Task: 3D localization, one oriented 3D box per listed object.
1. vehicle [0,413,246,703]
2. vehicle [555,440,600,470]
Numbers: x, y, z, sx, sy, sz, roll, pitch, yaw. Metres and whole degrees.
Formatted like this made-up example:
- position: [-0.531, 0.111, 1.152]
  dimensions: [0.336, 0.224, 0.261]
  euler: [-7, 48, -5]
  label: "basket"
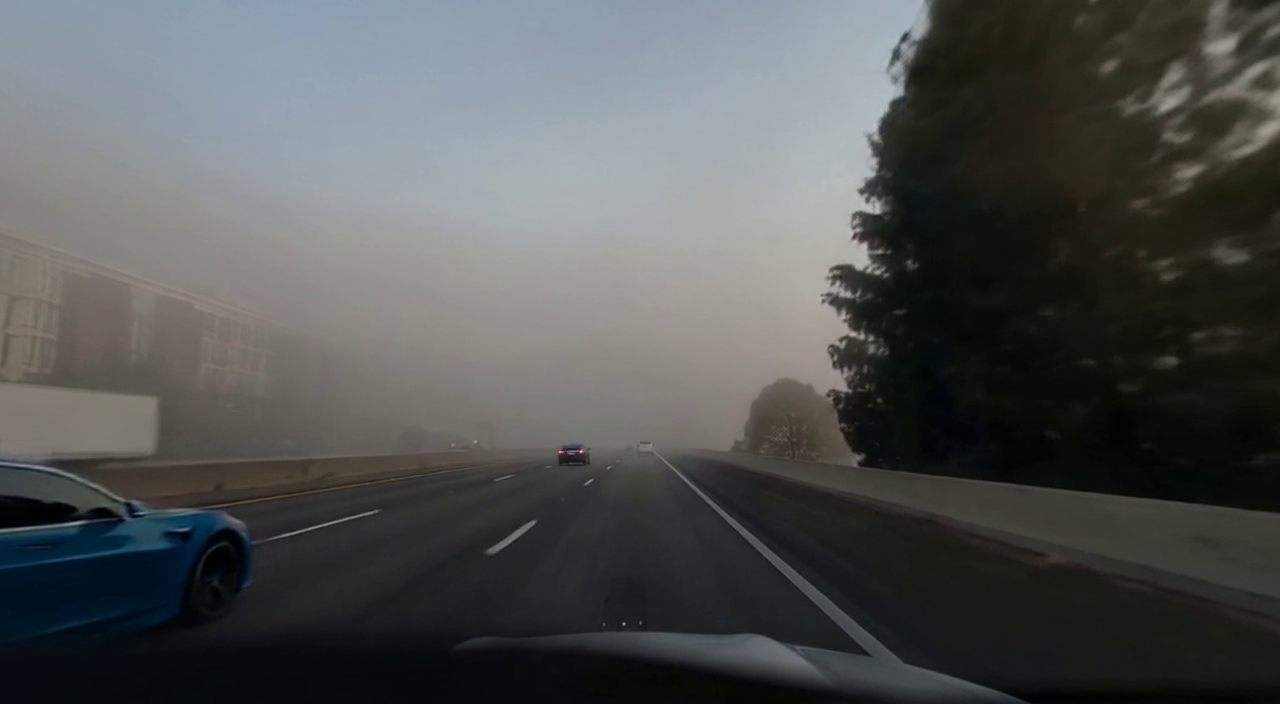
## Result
- position: [-4.136, 0.987, 2.683]
  dimensions: [2.083, 1.471, 4.350]
  euler: [0, -8, 0]
  label: "vehicle"
- position: [-3.232, 5.446, 33.582]
  dimensions: [1.926, 1.464, 4.186]
  euler: [0, -8, 0]
  label: "vehicle"
